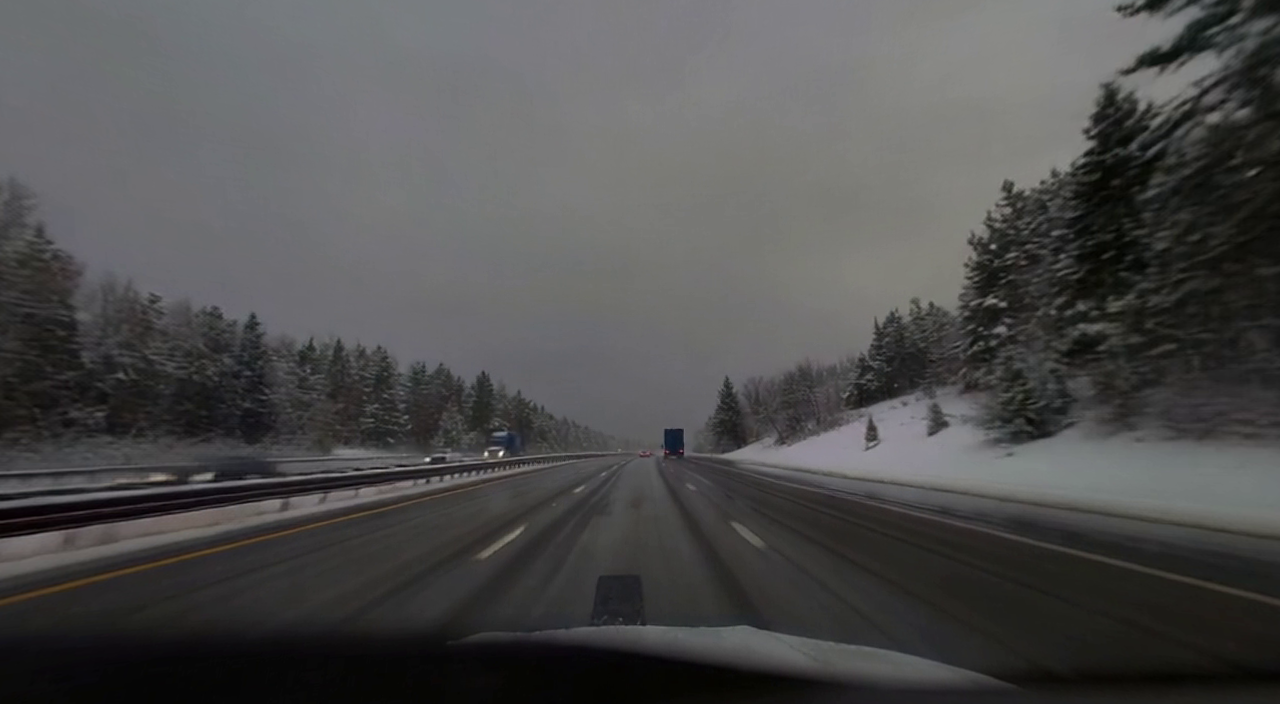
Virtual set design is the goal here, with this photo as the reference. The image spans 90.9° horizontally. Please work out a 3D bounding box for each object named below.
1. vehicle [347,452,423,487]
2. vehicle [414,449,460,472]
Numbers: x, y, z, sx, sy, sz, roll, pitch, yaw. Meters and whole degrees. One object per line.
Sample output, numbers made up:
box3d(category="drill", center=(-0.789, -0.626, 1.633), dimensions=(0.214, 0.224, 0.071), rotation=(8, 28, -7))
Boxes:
box3d(category="vehicle", center=(-11.629, 5.369, 29.020), dimensions=(1.822, 1.441, 4.016), rotation=(0, -9, 0))
box3d(category="vehicle", center=(-15.700, 8.414, 48.958), dimensions=(1.946, 1.683, 4.594), rotation=(-1, -9, 1))
